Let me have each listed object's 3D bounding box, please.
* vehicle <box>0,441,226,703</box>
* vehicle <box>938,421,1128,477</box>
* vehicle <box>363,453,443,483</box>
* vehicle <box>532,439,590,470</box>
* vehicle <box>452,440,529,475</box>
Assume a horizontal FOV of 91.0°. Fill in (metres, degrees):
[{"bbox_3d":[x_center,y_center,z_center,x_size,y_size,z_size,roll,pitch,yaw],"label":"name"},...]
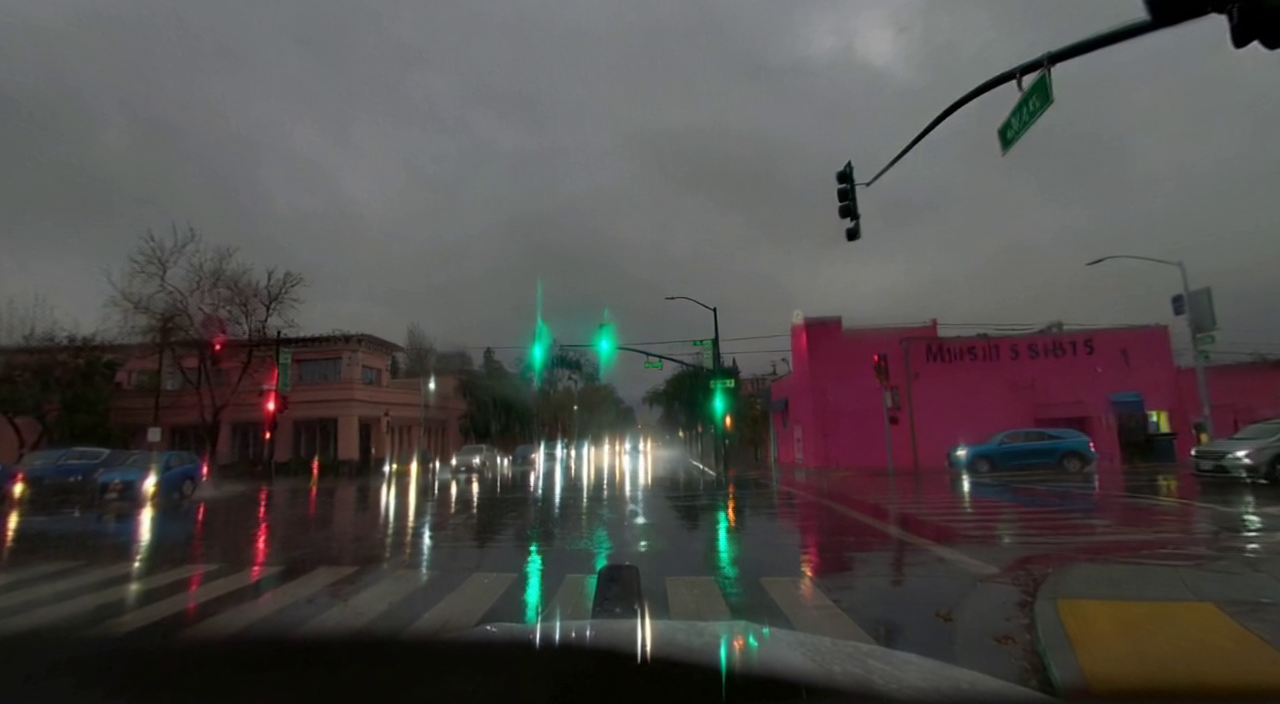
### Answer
[{"bbox_3d":[-3.744,0.967,2.142,1.759,1.325,4.295,0,-9,0],"label":"vehicle"},{"bbox_3d":[11.552,2.891,18.802,4.355,1.546,1.820,-1,-9,6],"label":"vehicle"},{"bbox_3d":[-12.616,6.167,33.855,1.976,1.425,4.567,-1,-9,9],"label":"vehicle"},{"bbox_3d":[-4.524,5.977,36.870,1.928,1.647,4.575,-2,-9,13],"label":"vehicle"},{"bbox_3d":[-8.405,5.973,36.045,2.152,1.825,5.406,-2,-9,12],"label":"vehicle"}]
